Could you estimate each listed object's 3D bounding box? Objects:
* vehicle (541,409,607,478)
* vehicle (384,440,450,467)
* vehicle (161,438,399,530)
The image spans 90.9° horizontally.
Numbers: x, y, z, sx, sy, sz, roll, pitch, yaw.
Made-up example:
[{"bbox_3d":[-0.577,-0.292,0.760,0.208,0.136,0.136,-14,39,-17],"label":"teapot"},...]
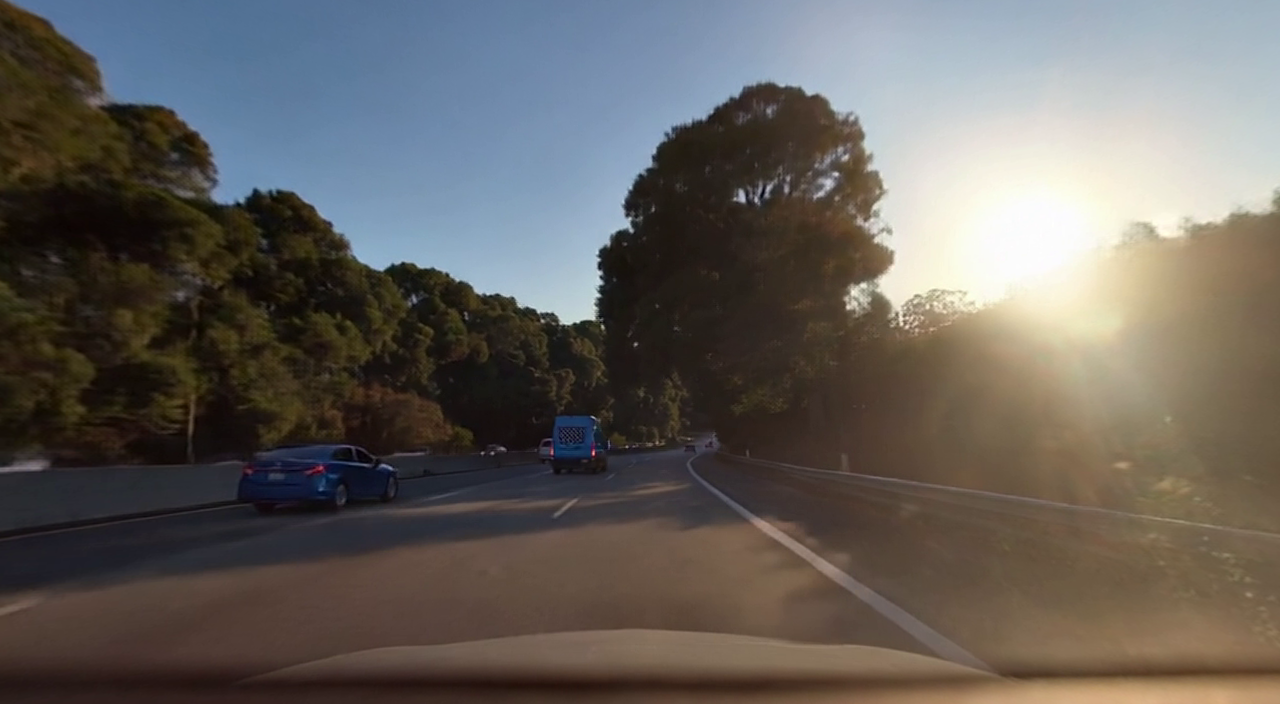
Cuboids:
[{"bbox_3d":[-2.952,4.286,29.631,2.319,2.883,5.632,0,-8,2],"label":"vehicle"},{"bbox_3d":[-15.713,7.200,44.839,2.255,1.760,5.882,0,-8,3],"label":"vehicle"},{"bbox_3d":[-6.580,2.425,12.284,1.947,1.438,4.440,0,-8,1],"label":"vehicle"}]
